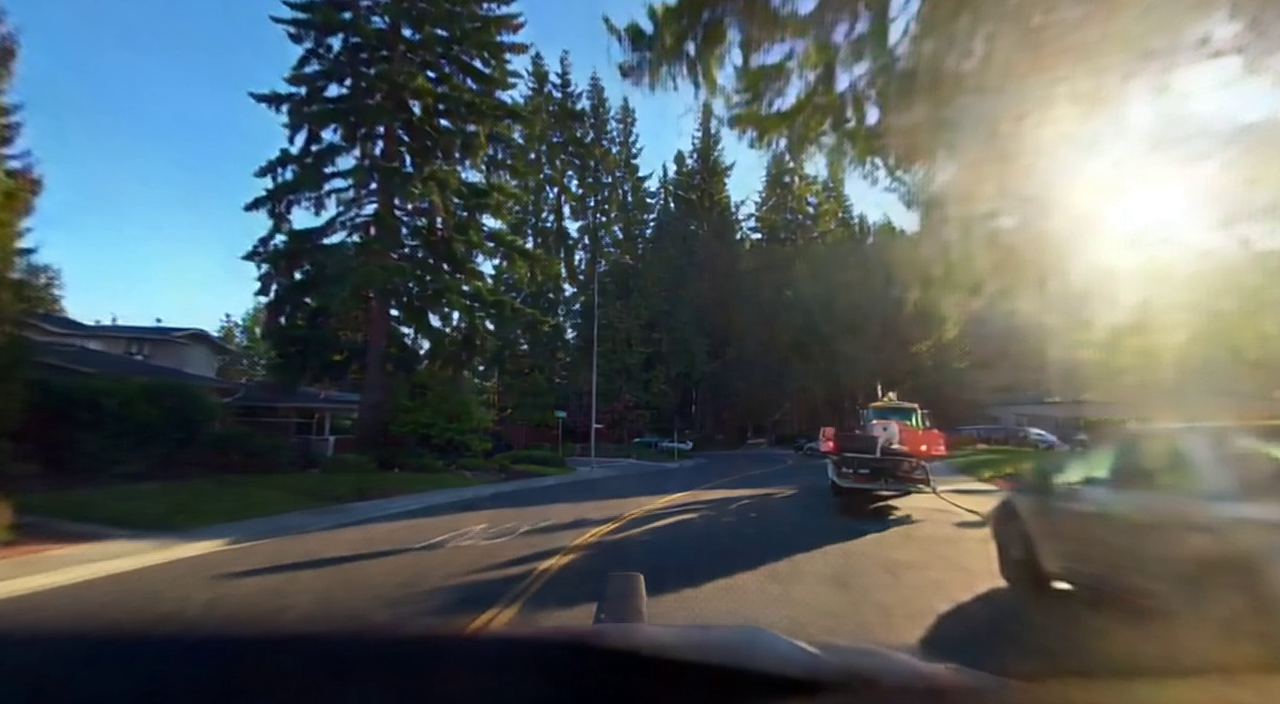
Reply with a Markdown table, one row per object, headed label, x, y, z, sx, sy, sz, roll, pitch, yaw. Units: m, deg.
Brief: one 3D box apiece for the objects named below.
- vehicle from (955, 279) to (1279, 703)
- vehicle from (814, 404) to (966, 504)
| label | x | y | z | sx | sy | sz | roll | pitch | yaw |
| --- | --- | --- | --- | --- | --- | --- | --- | --- | --- |
| vehicle | 4.059 | 0.957 | 4.511 | 2.043 | 2.250 | 3.024 | -1 | -9 | 3 |
| vehicle | 6.411 | 2.681 | 16.843 | 2.874 | 2.021 | 7.293 | -4 | -9 | 18 |
